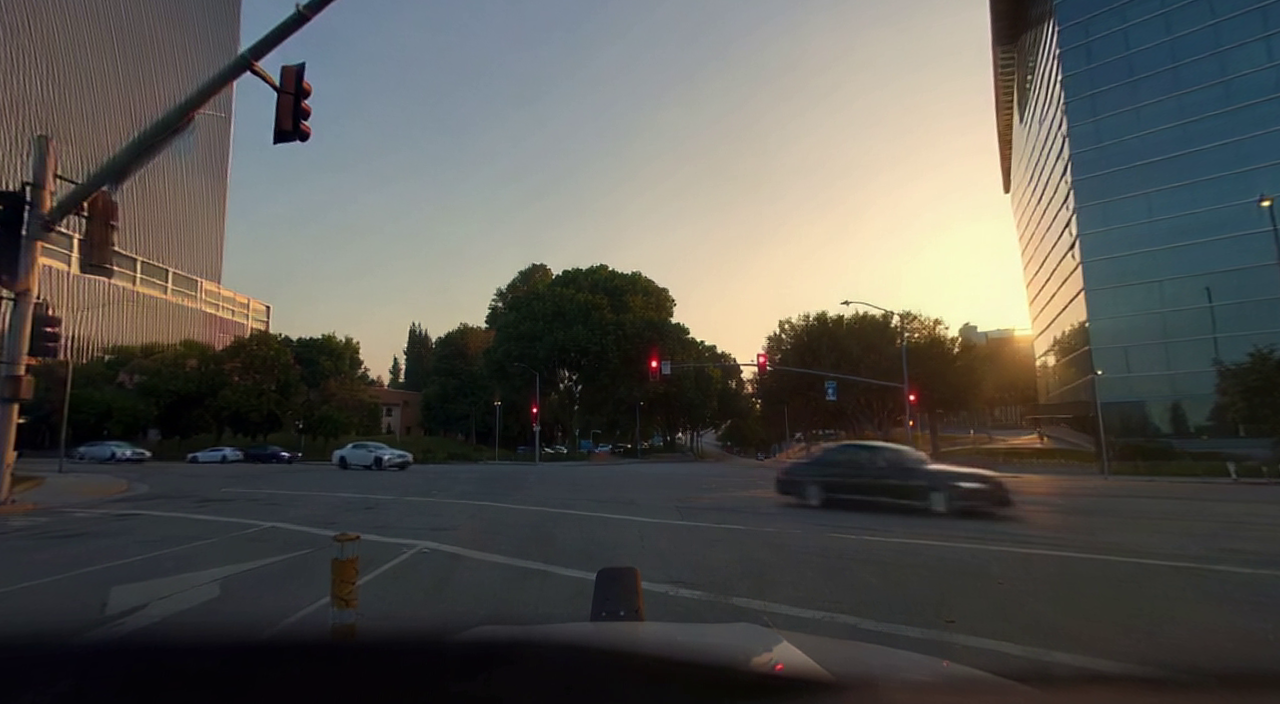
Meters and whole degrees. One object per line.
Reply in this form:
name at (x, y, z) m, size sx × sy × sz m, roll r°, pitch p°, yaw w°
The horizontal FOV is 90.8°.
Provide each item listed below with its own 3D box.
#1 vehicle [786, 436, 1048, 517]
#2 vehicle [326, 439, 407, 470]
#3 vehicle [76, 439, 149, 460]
vehicle at (5.842, 2.593, 13.693) m, size 4.798 × 1.461 × 1.939 m, roll -7°, pitch -11°, yaw 37°
vehicle at (-14.277, 5.313, 32.905) m, size 4.110 × 1.511 × 1.883 m, roll -6°, pitch -10°, yaw 34°
vehicle at (-41.502, 7.661, 49.684) m, size 5.408 × 1.505 × 2.091 m, roll -4°, pitch -9°, yaw 24°
